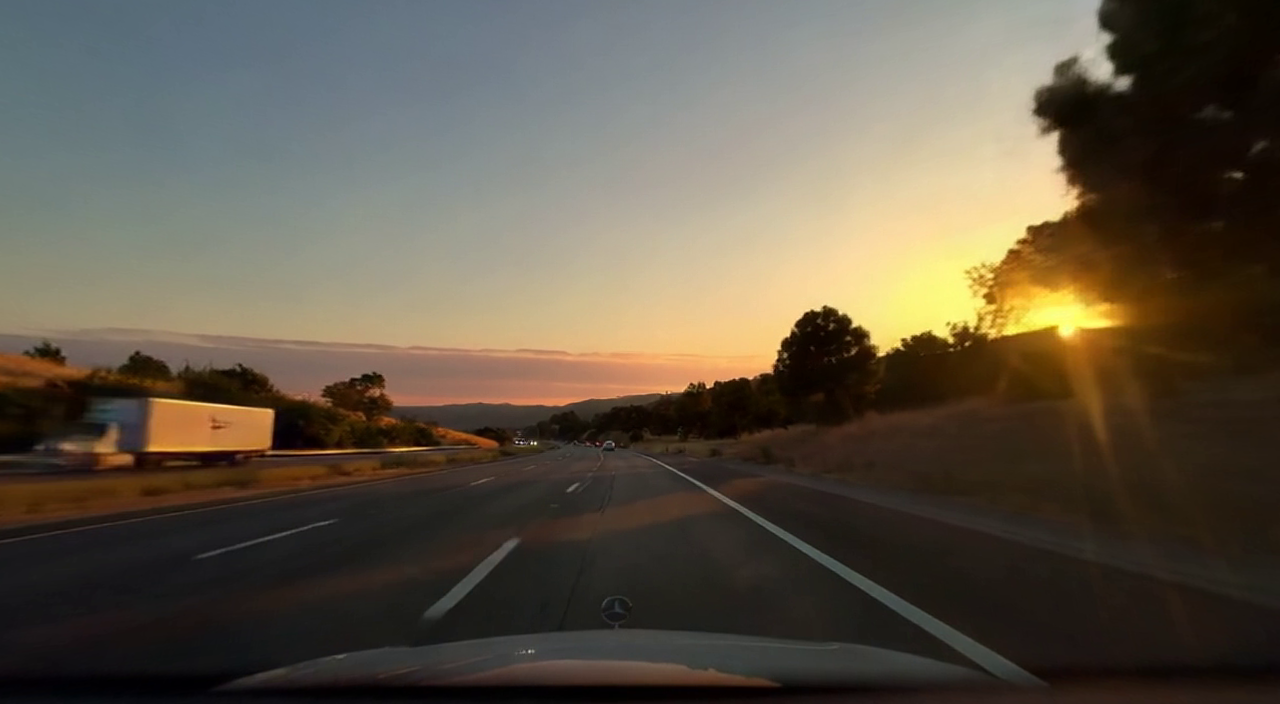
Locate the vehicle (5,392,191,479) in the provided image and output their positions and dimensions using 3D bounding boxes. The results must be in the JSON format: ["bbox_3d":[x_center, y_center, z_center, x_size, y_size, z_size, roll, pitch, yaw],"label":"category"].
[{"bbox_3d":[-23.549,3.715,27.883,2.883,3.437,5.962,0,-8,-2],"label":"vehicle"}]
